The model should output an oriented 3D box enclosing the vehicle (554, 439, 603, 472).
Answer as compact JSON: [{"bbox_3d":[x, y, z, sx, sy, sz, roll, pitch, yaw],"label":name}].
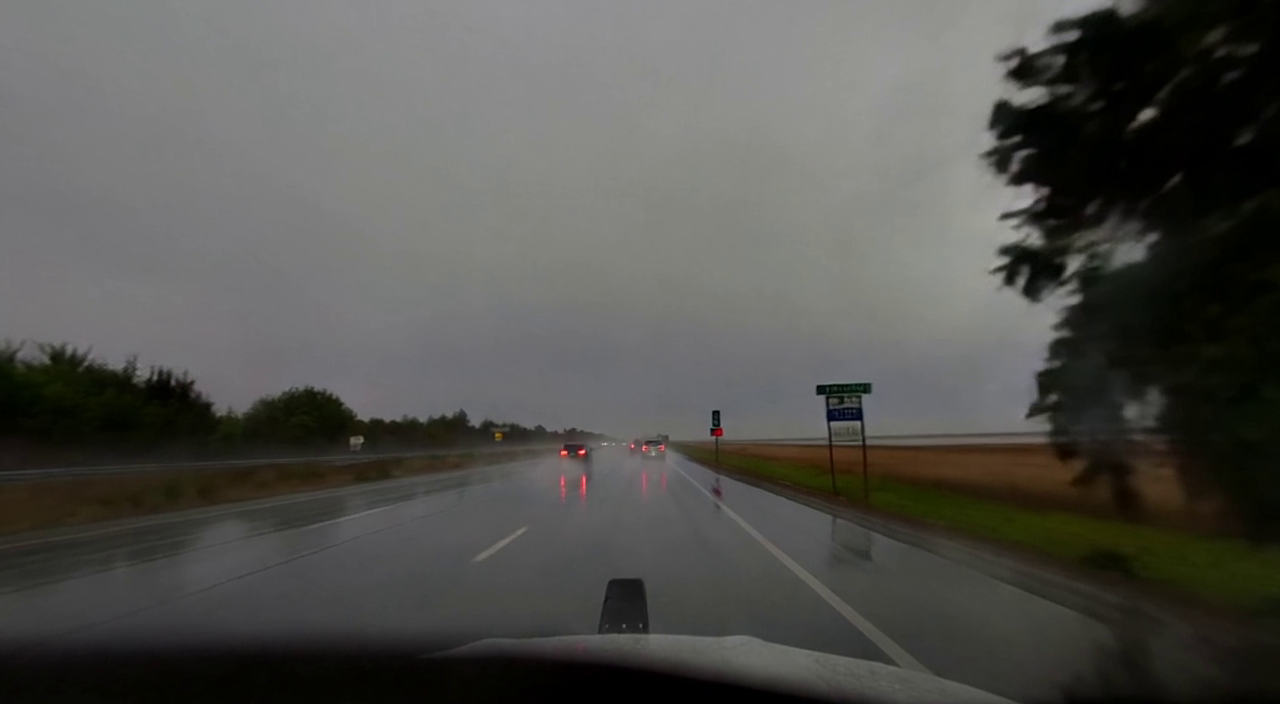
[{"bbox_3d":[-3.224,5.509,33.954,2.028,1.634,4.441,-1,-8,2],"label":"vehicle"}]

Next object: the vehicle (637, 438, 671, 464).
[{"bbox_3d":[0.950,6.895,43.969,2.259,1.697,4.106,0,-8,1],"label":"vehicle"}]
